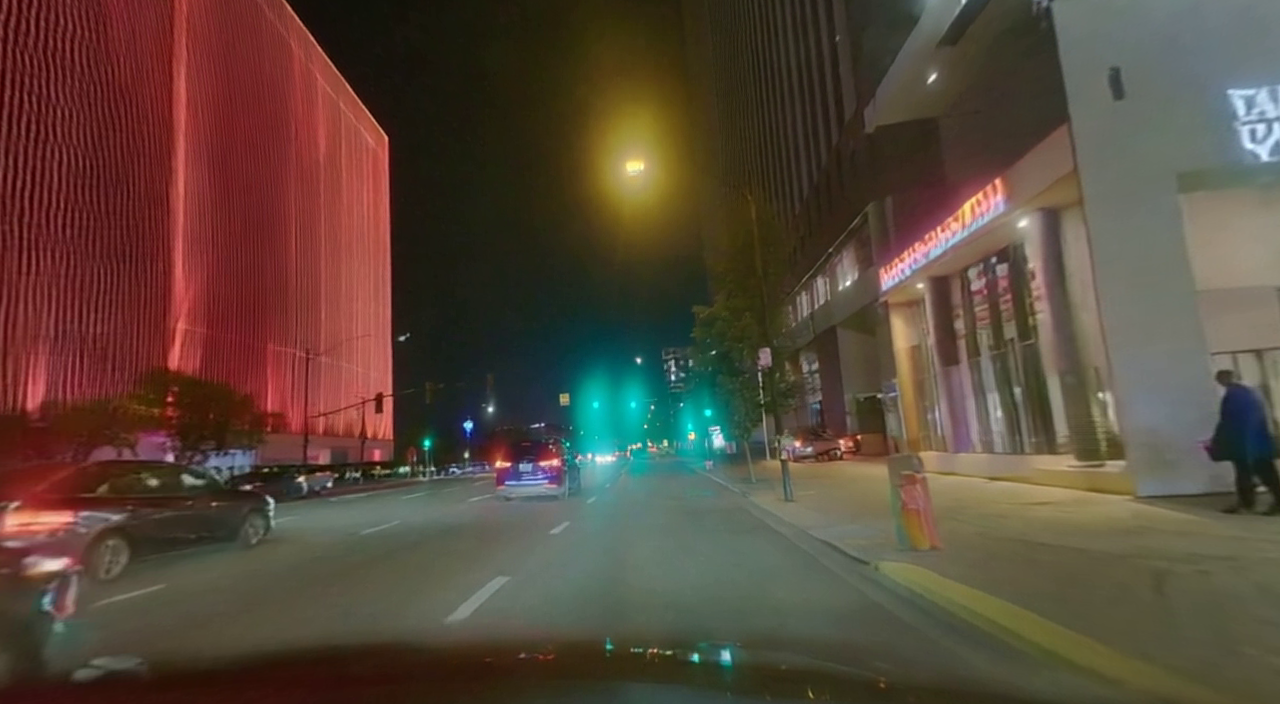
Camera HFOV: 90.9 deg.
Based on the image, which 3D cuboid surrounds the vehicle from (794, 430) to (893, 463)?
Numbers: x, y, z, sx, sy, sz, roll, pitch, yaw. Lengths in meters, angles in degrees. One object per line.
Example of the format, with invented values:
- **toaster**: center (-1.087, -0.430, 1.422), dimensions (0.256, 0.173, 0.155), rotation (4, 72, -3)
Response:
- **vehicle**: center (10.286, 4.858, 32.176), dimensions (4.361, 1.550, 2.087), rotation (0, -11, 3)

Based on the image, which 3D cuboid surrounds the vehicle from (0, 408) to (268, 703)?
- **vehicle**: center (-3.392, 0.844, 1.543), dimensions (2.037, 1.484, 4.603), rotation (-1, -9, 2)

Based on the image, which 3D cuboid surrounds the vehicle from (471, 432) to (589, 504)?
- **vehicle**: center (-2.900, 3.214, 17.972), dimensions (2.277, 1.743, 4.893), rotation (-1, -9, 3)
